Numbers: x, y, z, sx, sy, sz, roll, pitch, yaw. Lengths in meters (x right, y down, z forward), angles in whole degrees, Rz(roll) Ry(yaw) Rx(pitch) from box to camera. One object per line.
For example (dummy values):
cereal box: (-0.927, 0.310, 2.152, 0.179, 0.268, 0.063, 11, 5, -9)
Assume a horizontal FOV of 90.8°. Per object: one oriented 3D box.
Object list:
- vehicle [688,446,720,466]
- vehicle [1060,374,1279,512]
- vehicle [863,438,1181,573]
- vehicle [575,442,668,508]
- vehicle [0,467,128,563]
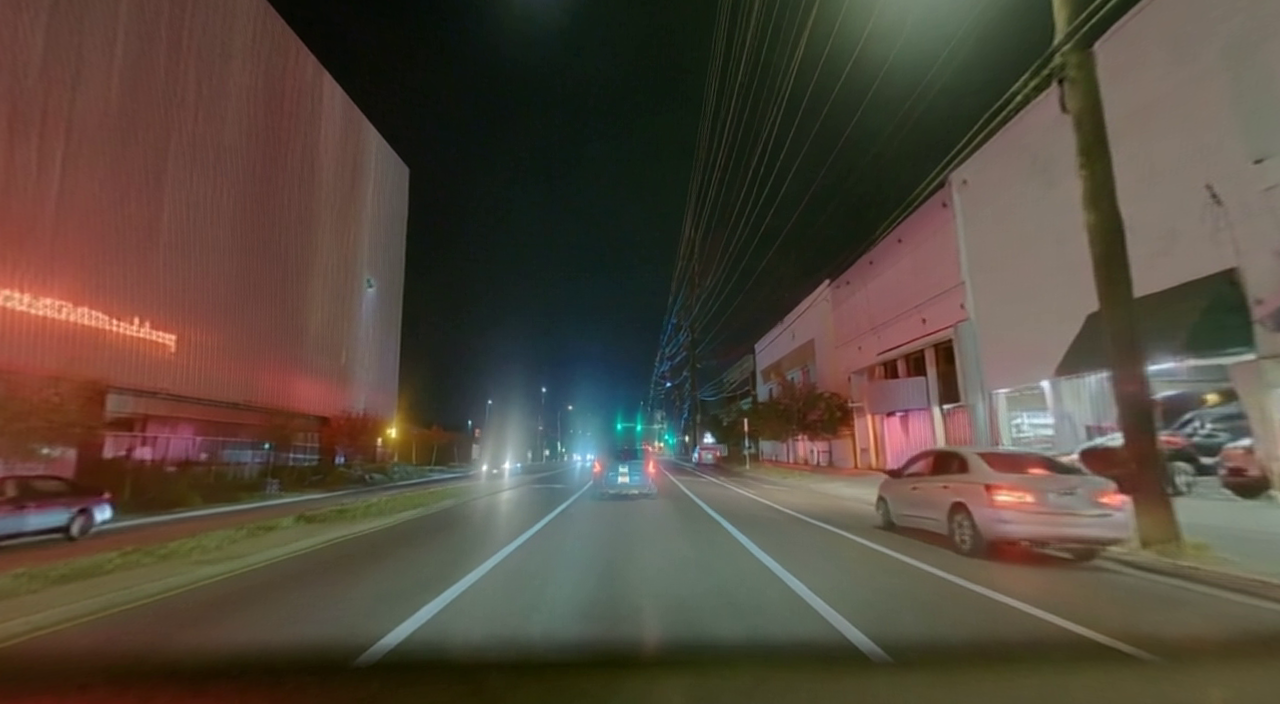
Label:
vehicle: (4.852, 7.916, 48.211, 1.908, 1.470, 3.935, 0, -9, -2)
vehicle: (11.252, 1.755, 12.102, 2.329, 2.145, 5.841, 0, -9, 0)
vehicle: (5.225, 2.113, 9.613, 1.937, 1.523, 4.541, 0, -9, -1)
vehicle: (-0.436, 3.092, 16.400, 2.116, 1.479, 3.980, 0, -8, 0)
vehicle: (-11.499, 2.807, 10.852, 1.817, 1.480, 4.282, 0, -8, 0)
